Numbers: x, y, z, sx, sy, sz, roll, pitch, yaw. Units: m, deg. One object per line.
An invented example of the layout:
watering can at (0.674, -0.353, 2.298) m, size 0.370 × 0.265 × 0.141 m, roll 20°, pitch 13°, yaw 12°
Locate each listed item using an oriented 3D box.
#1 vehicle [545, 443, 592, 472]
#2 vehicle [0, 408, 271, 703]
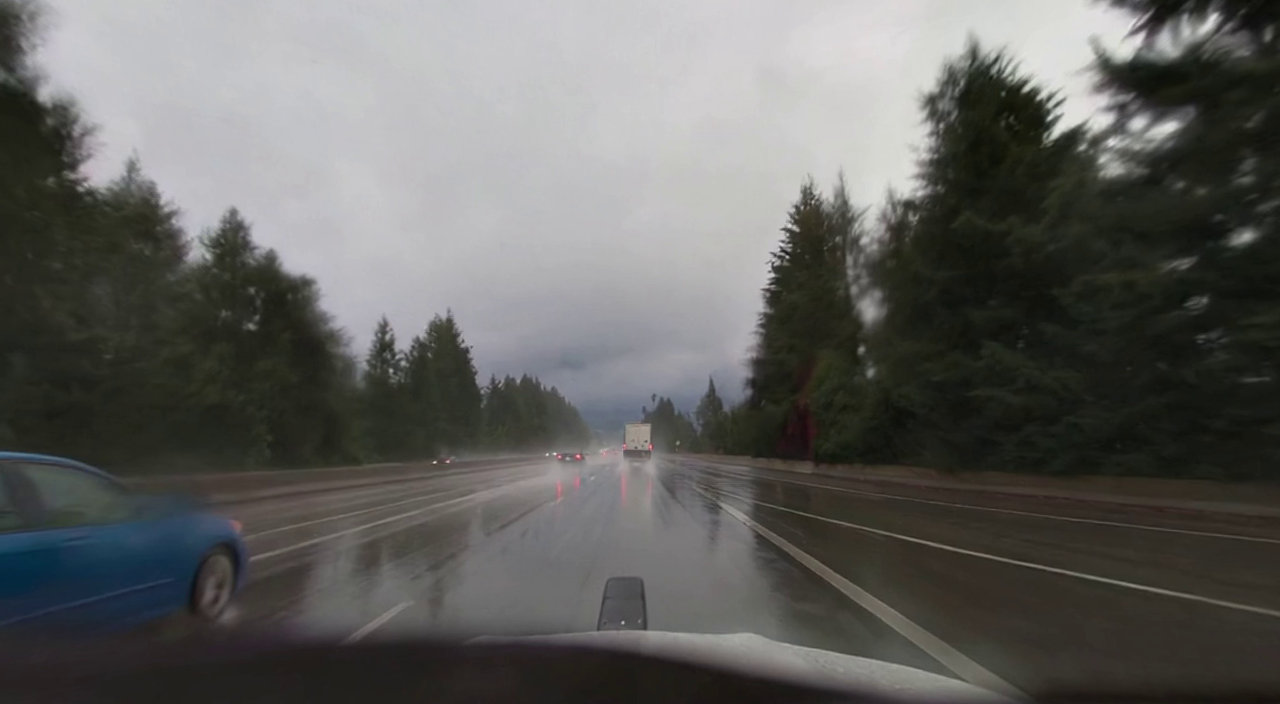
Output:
vehicle at (-4.281, 6.358, 38.280) m, size 2.311 × 1.655 × 4.382 m, roll 0°, pitch -9°, yaw 1°
vehicle at (-3.752, 0.960, 2.450) m, size 1.916 × 1.506 × 4.476 m, roll 0°, pitch -9°, yaw 0°
